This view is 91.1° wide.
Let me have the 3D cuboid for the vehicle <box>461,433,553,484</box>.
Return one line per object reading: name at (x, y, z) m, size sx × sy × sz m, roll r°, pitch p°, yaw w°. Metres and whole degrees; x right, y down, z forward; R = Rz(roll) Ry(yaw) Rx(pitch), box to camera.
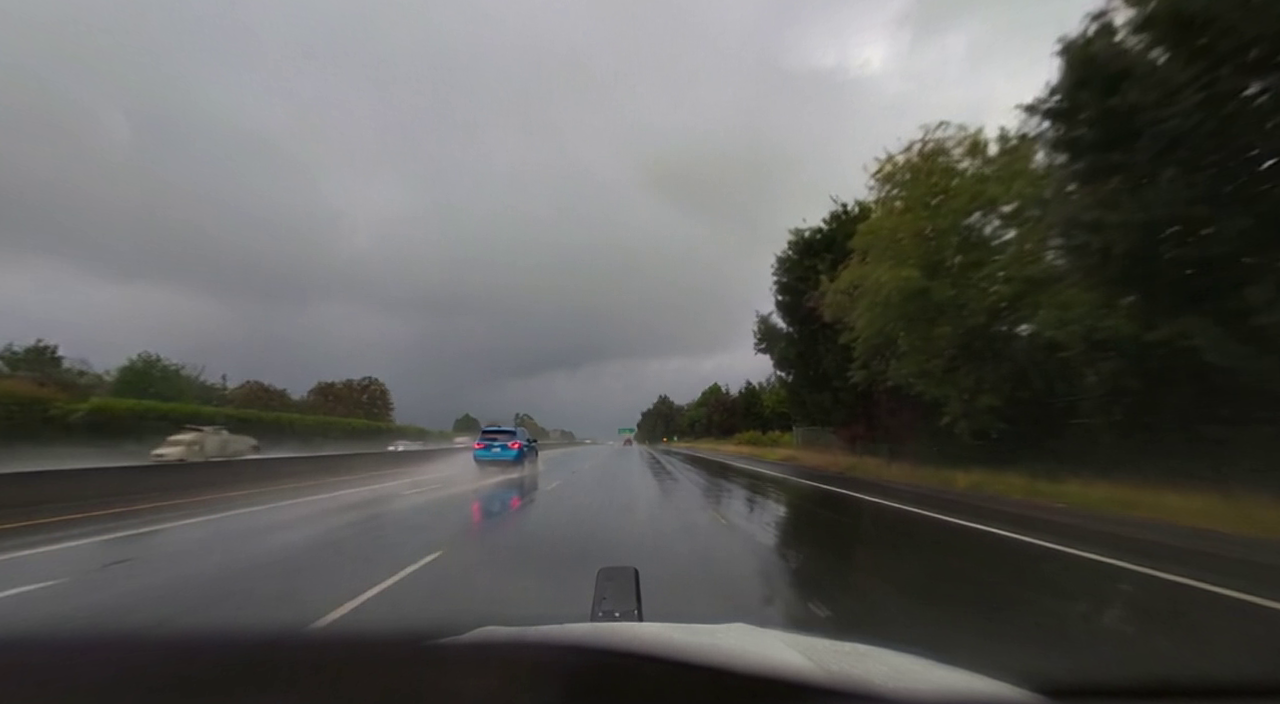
vehicle at (-4.251, 3.452, 20.881) m, size 2.063 × 1.496 × 4.225 m, roll 0°, pitch -8°, yaw 1°
